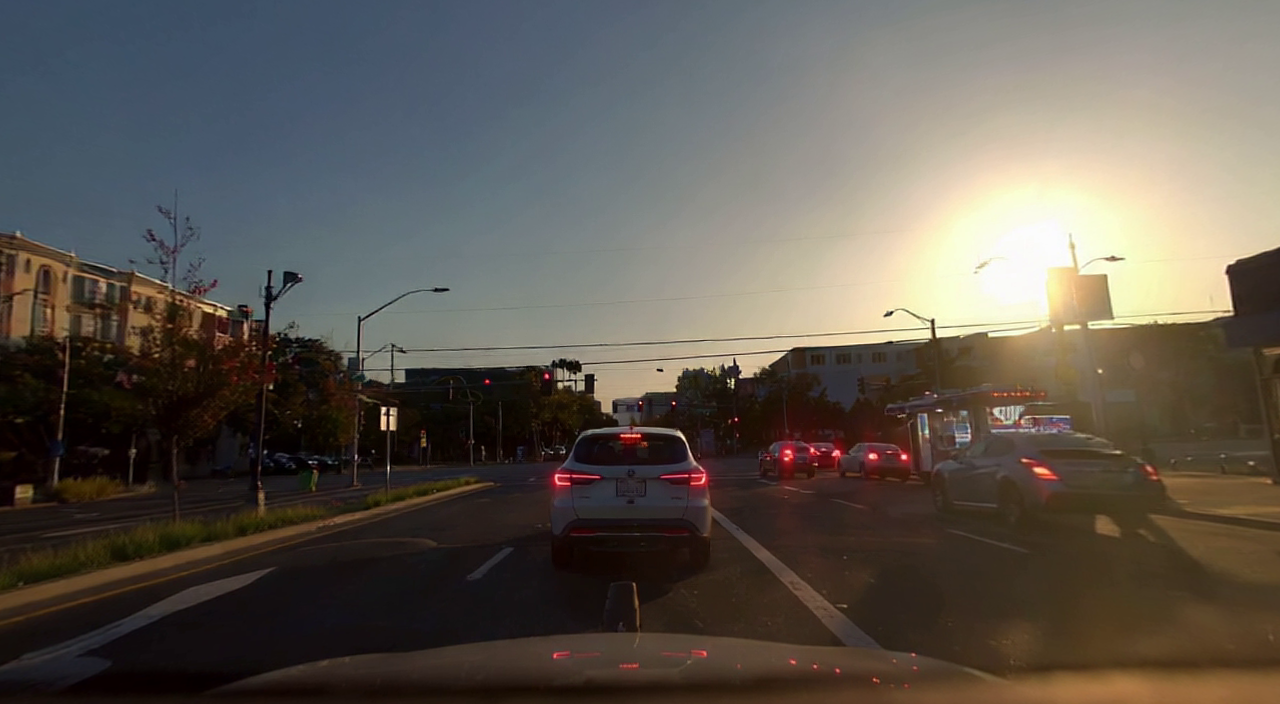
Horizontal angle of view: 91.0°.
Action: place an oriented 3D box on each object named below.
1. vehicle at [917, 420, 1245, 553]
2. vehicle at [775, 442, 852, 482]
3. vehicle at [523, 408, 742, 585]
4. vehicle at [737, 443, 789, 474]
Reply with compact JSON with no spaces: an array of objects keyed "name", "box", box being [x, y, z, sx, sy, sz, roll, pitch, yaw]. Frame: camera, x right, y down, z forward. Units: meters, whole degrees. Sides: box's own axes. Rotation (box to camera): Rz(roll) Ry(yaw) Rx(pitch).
[{"name":"vehicle","box":[6.580,2.043,10.286,2.072,1.652,4.611,0,-9,1]},{"name":"vehicle","box":[6.859,4.393,25.347,1.833,1.452,4.237,0,-9,0]},{"name":"vehicle","box":[-0.058,1.693,8.114,2.115,1.700,3.901,0,-9,1]},{"name":"vehicle","box":[6.265,5.456,32.632,1.961,1.477,4.454,0,-9,2]}]
